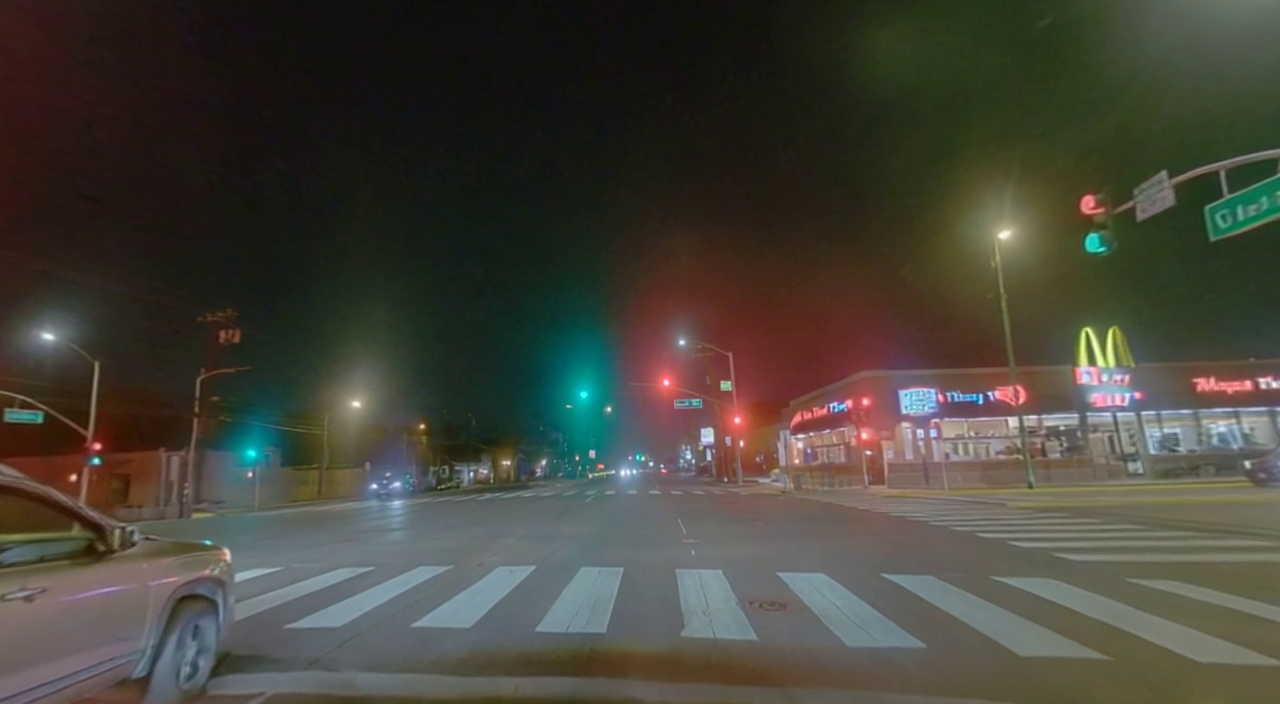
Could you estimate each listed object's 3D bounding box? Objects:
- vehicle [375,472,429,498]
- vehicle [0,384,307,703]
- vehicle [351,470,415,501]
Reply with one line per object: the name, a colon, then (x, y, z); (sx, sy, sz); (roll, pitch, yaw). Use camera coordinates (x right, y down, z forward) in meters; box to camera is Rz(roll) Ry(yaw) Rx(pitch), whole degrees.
vehicle: (-15.775, 8.821, 42.016); (1.931, 1.471, 4.152); (0, -9, 1)
vehicle: (-3.394, 0.895, 1.952); (2.081, 1.644, 4.523); (0, -9, 2)
vehicle: (-19.270, 10.024, 47.569); (2.227, 2.033, 5.614); (0, -9, 2)
